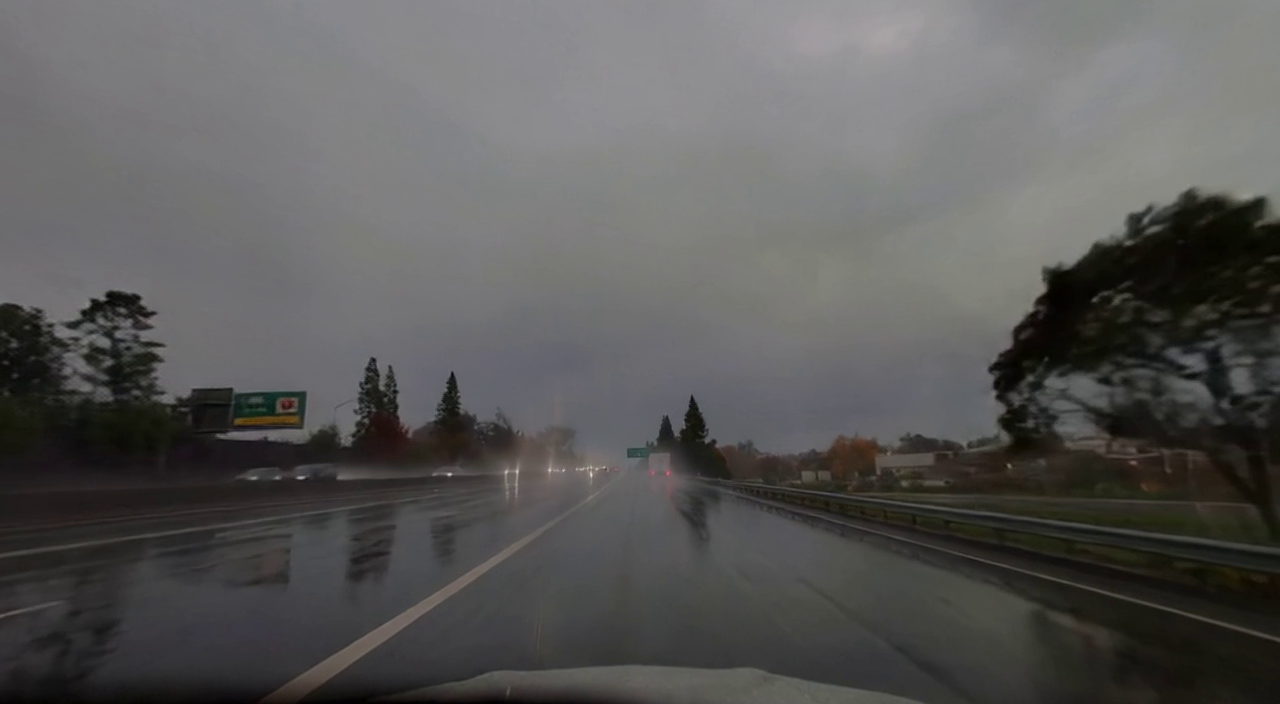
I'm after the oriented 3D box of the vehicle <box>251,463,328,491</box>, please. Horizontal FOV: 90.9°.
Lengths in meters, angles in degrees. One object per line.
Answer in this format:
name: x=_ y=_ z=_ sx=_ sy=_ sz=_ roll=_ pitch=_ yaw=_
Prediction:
vehicle: x=-19.189 y=6.868 z=34.737 sx=1.855 sy=1.446 sz=4.114 roll=0 pitch=-11 yaw=0
